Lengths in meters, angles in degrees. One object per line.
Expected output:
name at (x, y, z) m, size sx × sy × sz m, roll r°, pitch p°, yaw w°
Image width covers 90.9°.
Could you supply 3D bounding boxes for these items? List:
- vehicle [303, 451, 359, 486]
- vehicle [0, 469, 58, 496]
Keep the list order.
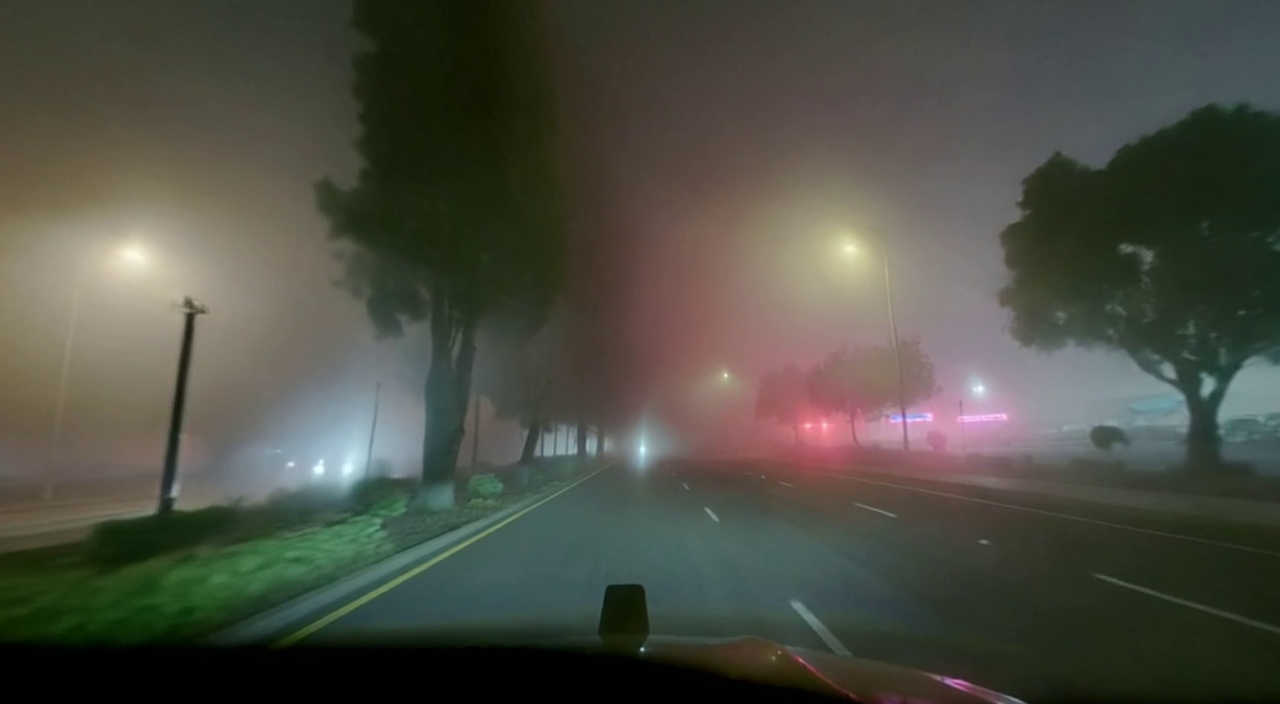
vehicle at (-15.003, 5.628, 30.849) m, size 2.129 × 1.494 × 5.184 m, roll 3°, pitch -9°, yaw -23°
vehicle at (-37.579, 7.772, 37.556) m, size 1.736 × 1.393 × 4.317 m, roll 0°, pitch -8°, yaw -2°
